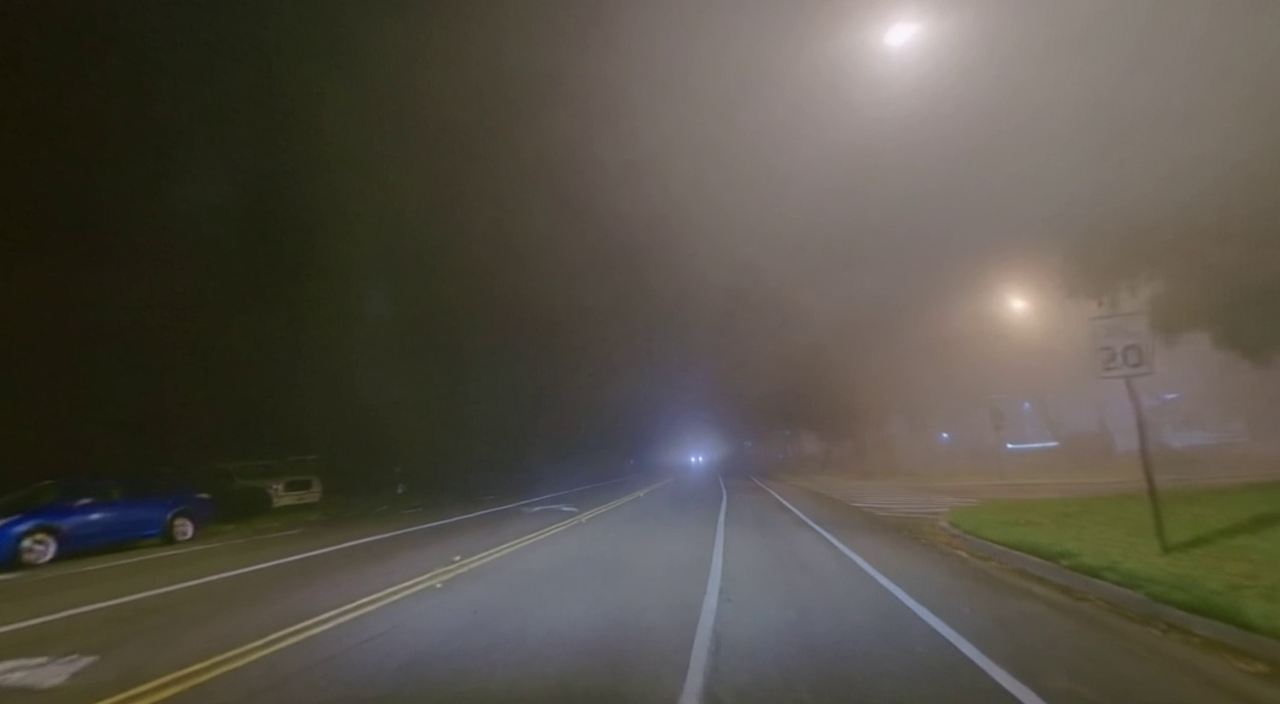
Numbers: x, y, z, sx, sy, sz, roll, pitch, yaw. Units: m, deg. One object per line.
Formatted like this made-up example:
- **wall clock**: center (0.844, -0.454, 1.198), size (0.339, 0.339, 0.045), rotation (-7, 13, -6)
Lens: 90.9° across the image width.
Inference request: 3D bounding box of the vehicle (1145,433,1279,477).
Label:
- **vehicle**: center (25.702, 4.486, 27.625), size (4.955, 1.814, 2.166), rotation (-1, -9, 9)

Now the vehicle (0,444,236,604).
- **vehicle**: center (-9.904, 2.847, 11.181), size (2.087, 1.700, 4.467), rotation (-5, -1, 9)
